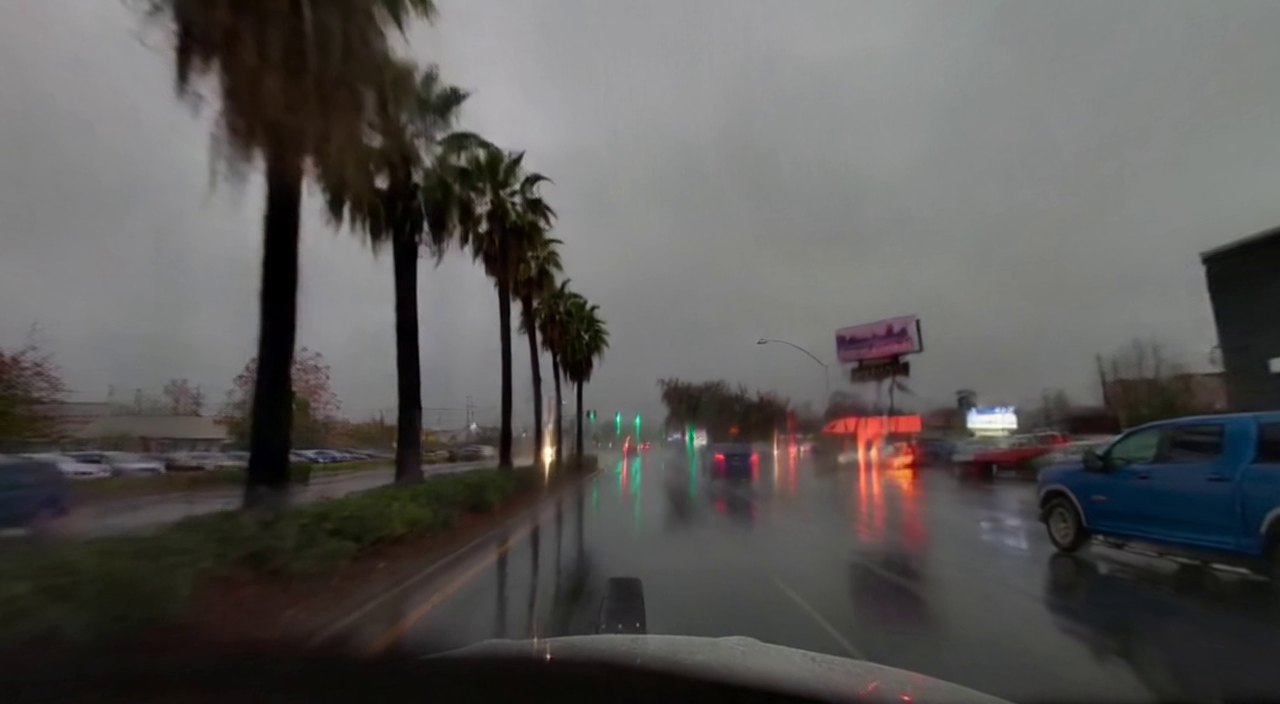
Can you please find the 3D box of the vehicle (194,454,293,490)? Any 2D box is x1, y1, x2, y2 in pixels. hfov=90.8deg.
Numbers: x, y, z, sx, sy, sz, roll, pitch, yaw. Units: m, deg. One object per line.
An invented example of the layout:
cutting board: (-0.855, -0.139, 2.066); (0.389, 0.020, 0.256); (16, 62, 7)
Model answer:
vehicle: (-19.420, 5.878, 31.247); (1.840, 1.524, 4.923); (-1, -9, -2)

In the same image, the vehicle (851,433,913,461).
vehicle: (18.320, 7.233, 48.157); (2.300, 1.966, 6.004); (0, -9, -1)

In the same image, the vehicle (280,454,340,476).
vehicle: (-24.692, 8.427, 47.506); (1.899, 1.499, 4.911); (0, -9, -1)

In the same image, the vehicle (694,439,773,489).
vehicle: (3.100, 3.804, 21.796); (1.889, 1.541, 4.303); (0, -9, -2)

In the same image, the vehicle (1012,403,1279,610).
vehicle: (6.100, 1.321, 5.681); (2.140, 1.606, 5.437); (0, -9, -1)

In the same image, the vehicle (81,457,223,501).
vehicle: (-19.322, 5.015, 25.397); (1.983, 1.492, 4.904); (0, -9, -3)

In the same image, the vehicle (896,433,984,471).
vehicle: (15.518, 5.207, 33.028); (2.067, 1.772, 4.910); (0, -9, -2)

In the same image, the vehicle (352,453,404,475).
vehicle: (-19.647, 8.392, 47.557); (1.900, 1.481, 4.684); (0, -9, 0)
